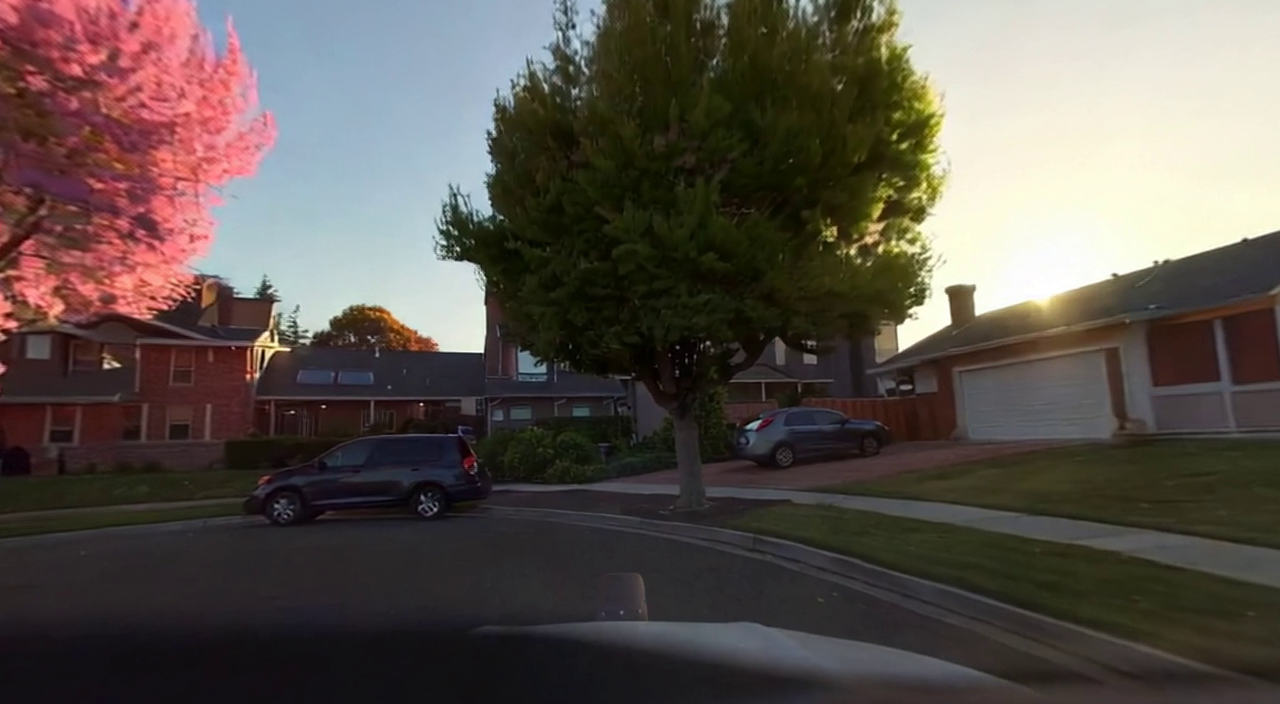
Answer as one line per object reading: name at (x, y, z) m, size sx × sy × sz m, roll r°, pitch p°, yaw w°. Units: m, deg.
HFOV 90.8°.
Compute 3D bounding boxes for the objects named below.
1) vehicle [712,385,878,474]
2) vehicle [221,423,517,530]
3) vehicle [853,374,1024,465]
vehicle at (4.067, 1.914, 16.126) m, size 2.310 × 1.701 × 4.280 m, roll -10°, pitch -6°, yaw 39°
vehicle at (-5.108, 2.372, 12.382) m, size 4.815 × 1.827 × 2.147 m, roll -1°, pitch -9°, yaw 8°
vehicle at (7.414, 1.577, 15.479) m, size 4.495 × 1.773 × 2.152 m, roll 0°, pitch -6°, yaw -44°
